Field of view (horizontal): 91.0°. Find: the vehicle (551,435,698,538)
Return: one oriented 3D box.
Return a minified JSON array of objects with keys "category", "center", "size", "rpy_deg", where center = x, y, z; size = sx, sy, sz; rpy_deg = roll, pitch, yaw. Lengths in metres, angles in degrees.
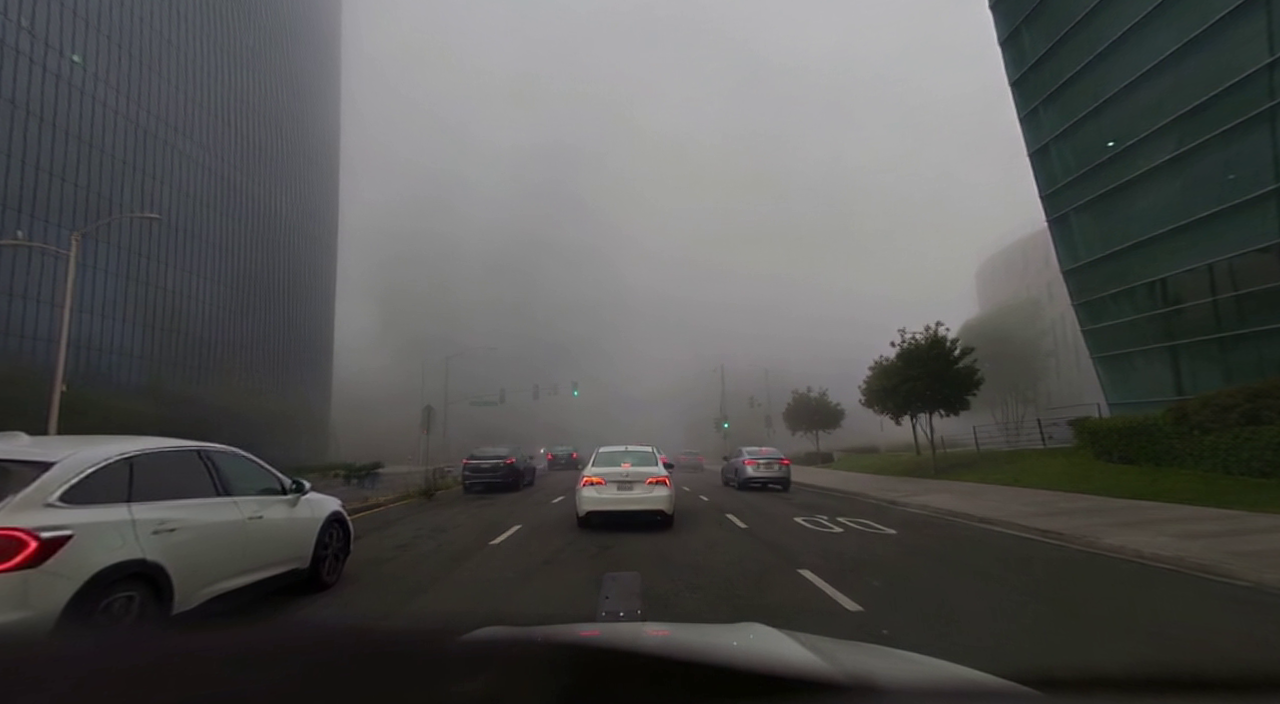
[{"category":"vehicle","center":[-0.189,2.335,11.622],"size":[2.174,1.509,4.374],"rpy_deg":[0,-9,1]}]

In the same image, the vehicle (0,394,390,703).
[{"category":"vehicle","center":[-3.599,1.231,4.538],"size":[1.933,1.520,4.195],"rpy_deg":[0,-9,-1]}]

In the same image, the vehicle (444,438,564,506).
[{"category":"vehicle","center":[-3.351,3.058,16.484],"size":[2.044,1.508,4.479],"rpy_deg":[0,-9,1]}]

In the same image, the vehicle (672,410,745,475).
[{"category":"vehicle","center":[3.909,5.687,39.370],"size":[3.074,3.316,12.953],"rpy_deg":[0,-9,0]}]

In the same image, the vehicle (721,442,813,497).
[{"category":"vehicle","center":[3.851,3.636,19.865],"size":[1.940,1.514,4.187],"rpy_deg":[0,-9,-1]}]
